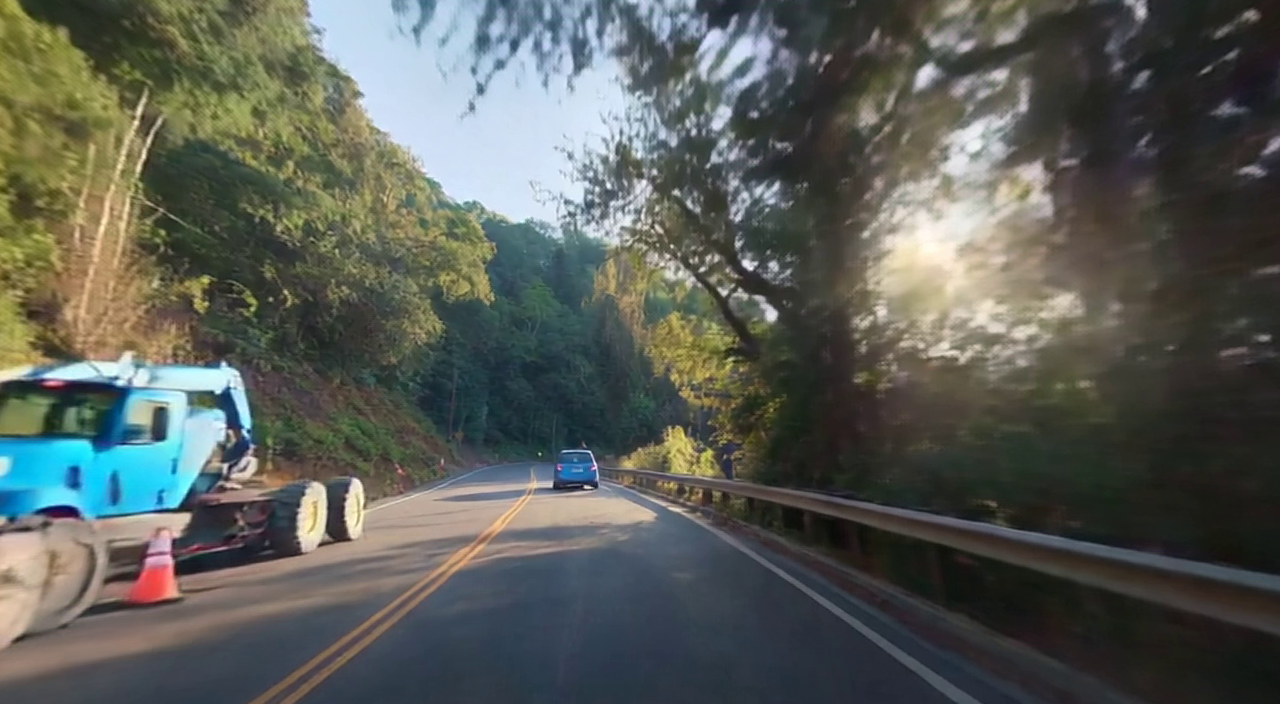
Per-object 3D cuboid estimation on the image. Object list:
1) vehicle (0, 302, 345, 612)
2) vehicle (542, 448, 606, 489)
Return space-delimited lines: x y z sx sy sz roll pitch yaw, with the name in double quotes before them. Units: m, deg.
"vehicle" -5.615 1.149 7.363 2.257 2.597 4.069 0 -9 0
"vehicle" -2.750 4.618 25.405 2.259 1.503 4.075 1 -9 -10
